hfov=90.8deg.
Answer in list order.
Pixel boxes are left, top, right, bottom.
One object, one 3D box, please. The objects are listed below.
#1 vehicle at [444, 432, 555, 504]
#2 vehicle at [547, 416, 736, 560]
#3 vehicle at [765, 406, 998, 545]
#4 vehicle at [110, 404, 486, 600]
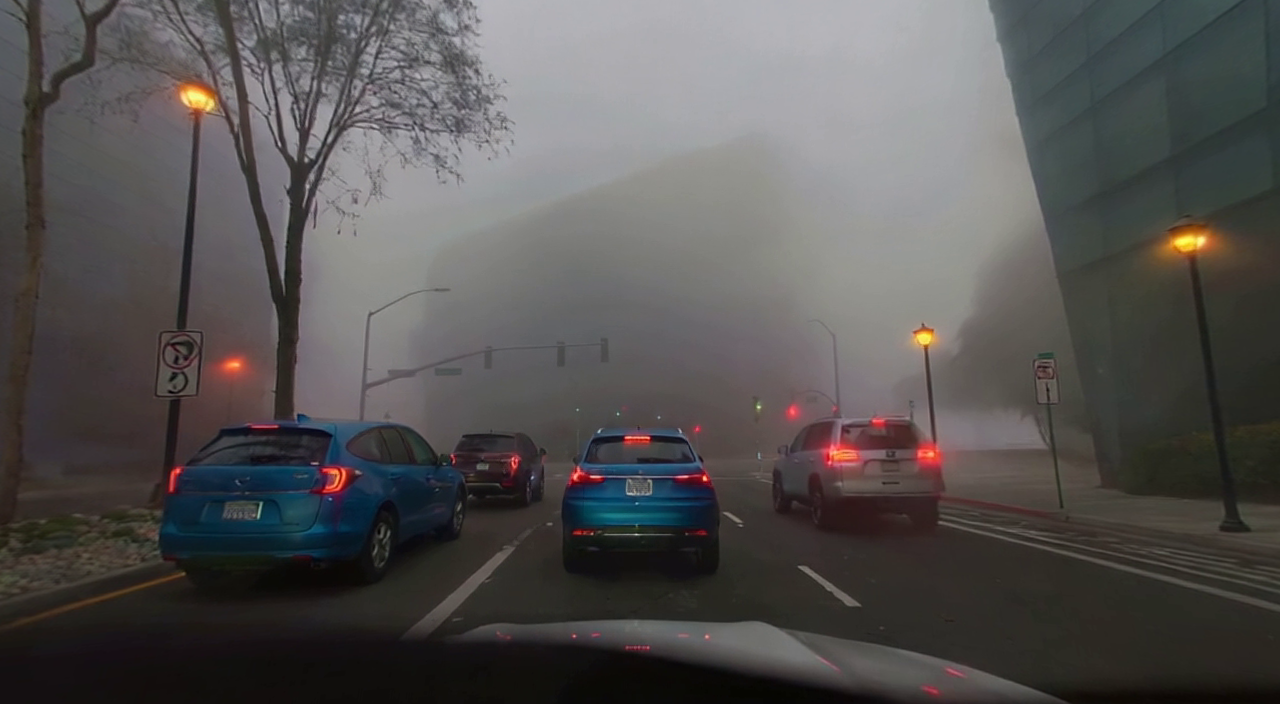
[{"bbox_3d":[-3.625,3.067,17.183,2.068,1.678,4.199,0,-8,0],"label":"vehicle"},{"bbox_3d":[-0.016,1.898,9.516,2.207,1.659,4.155,0,-8,-1],"label":"vehicle"},{"bbox_3d":[3.661,1.966,10.703,2.026,1.819,4.579,0,-8,-1],"label":"vehicle"},{"bbox_3d":[-3.532,1.634,7.769,2.083,1.691,4.398,0,-8,1],"label":"vehicle"}]
